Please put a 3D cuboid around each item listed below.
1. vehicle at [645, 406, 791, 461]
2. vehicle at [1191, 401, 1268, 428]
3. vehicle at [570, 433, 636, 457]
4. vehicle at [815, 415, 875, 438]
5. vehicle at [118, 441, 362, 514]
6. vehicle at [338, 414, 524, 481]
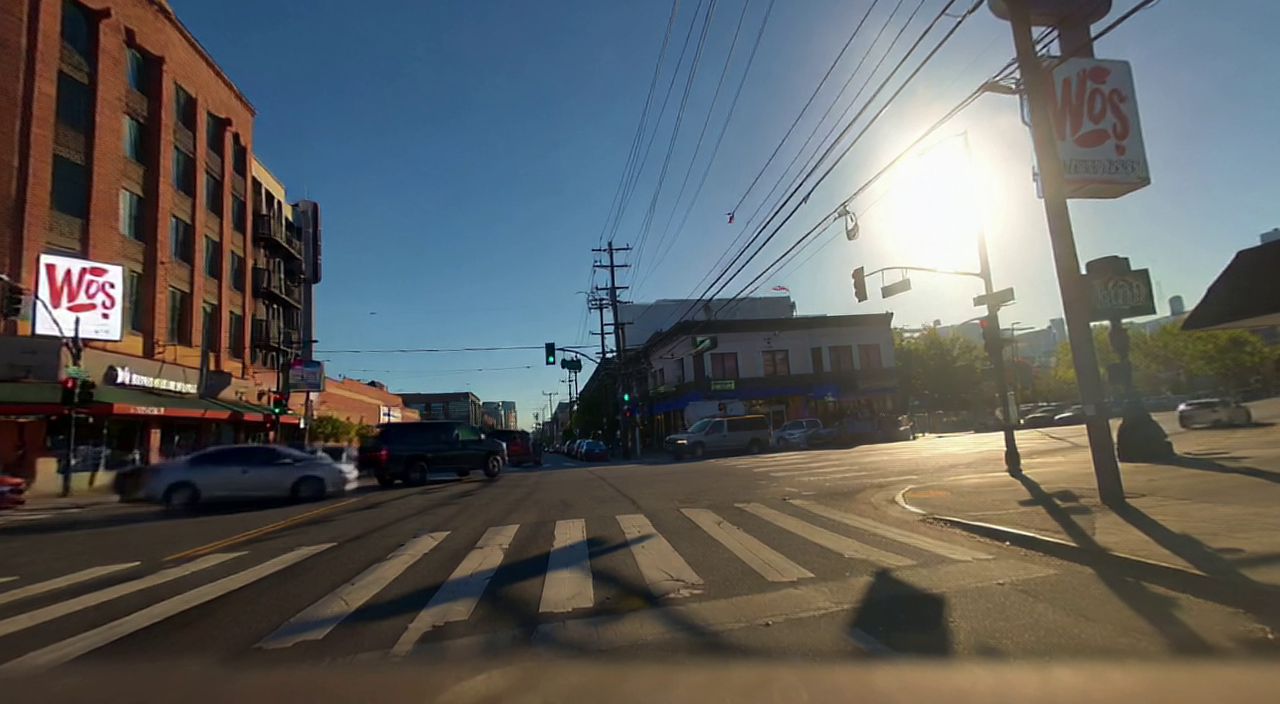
[{"bbox_3d":[3.186,3.325,25.452,5.588,1.985,2.374,5,-10,-32],"label":"vehicle"},{"bbox_3d":[35.045,3.738,37.529,4.499,1.524,1.784,3,-8,-28],"label":"vehicle"},{"bbox_3d":[-2.744,6.820,46.372,4.591,1.686,1.816,1,-9,-11],"label":"vehicle"},{"bbox_3d":[16.043,5.834,49.438,4.589,1.730,1.801,4,-9,-31],"label":"vehicle"},{"bbox_3d":[-8.994,2.800,14.625,4.433,1.453,1.804,4,-10,-29],"label":"vehicle"},{"bbox_3d":[-6.788,3.196,21.224,2.081,1.938,5.603,-7,-11,39],"label":"vehicle"}]
